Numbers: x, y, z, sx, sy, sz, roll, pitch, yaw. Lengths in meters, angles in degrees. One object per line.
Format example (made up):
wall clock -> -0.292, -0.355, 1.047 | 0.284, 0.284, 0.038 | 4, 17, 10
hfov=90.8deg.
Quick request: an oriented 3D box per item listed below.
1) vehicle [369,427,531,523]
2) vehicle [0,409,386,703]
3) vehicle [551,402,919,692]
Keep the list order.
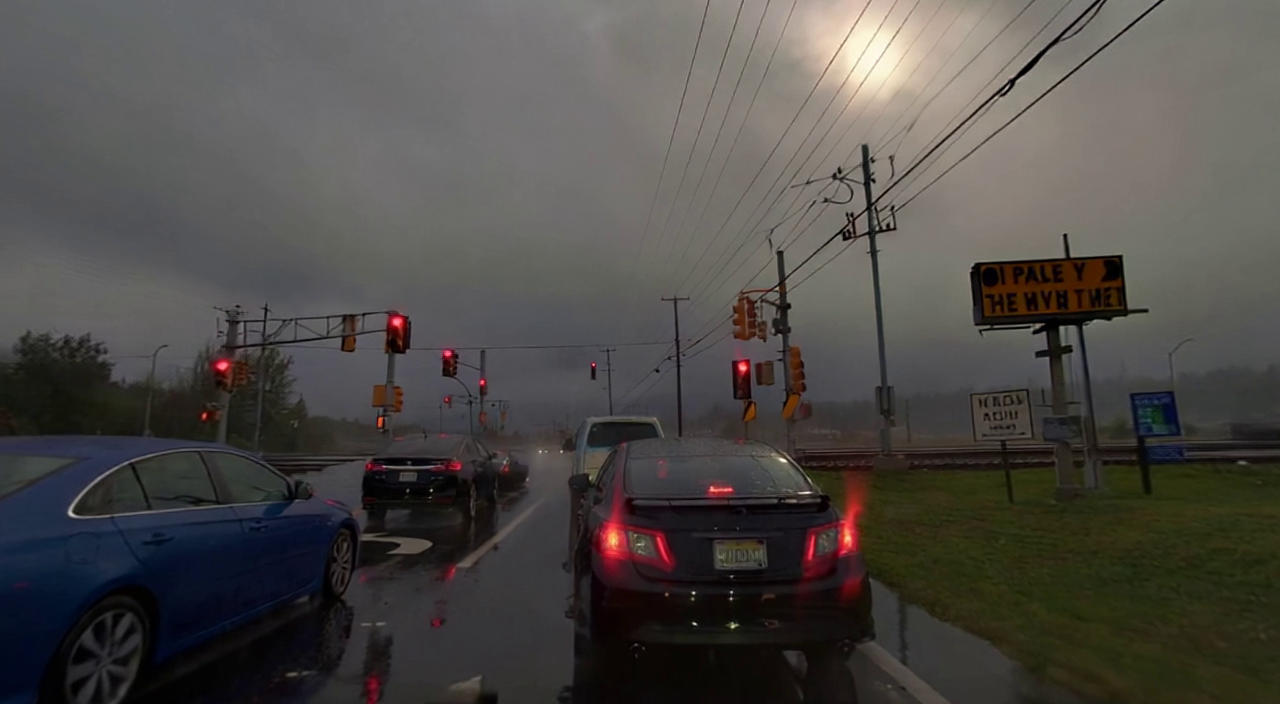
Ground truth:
vehicle -> -3.370, 2.260, 12.080 | 1.984, 1.505, 3.982 | 0, -9, -2
vehicle -> -3.716, 1.249, 4.451 | 1.956, 1.468, 4.585 | 0, -9, 0
vehicle -> 0.402, 1.338, 5.458 | 1.998, 1.529, 3.960 | 1, -9, -4
